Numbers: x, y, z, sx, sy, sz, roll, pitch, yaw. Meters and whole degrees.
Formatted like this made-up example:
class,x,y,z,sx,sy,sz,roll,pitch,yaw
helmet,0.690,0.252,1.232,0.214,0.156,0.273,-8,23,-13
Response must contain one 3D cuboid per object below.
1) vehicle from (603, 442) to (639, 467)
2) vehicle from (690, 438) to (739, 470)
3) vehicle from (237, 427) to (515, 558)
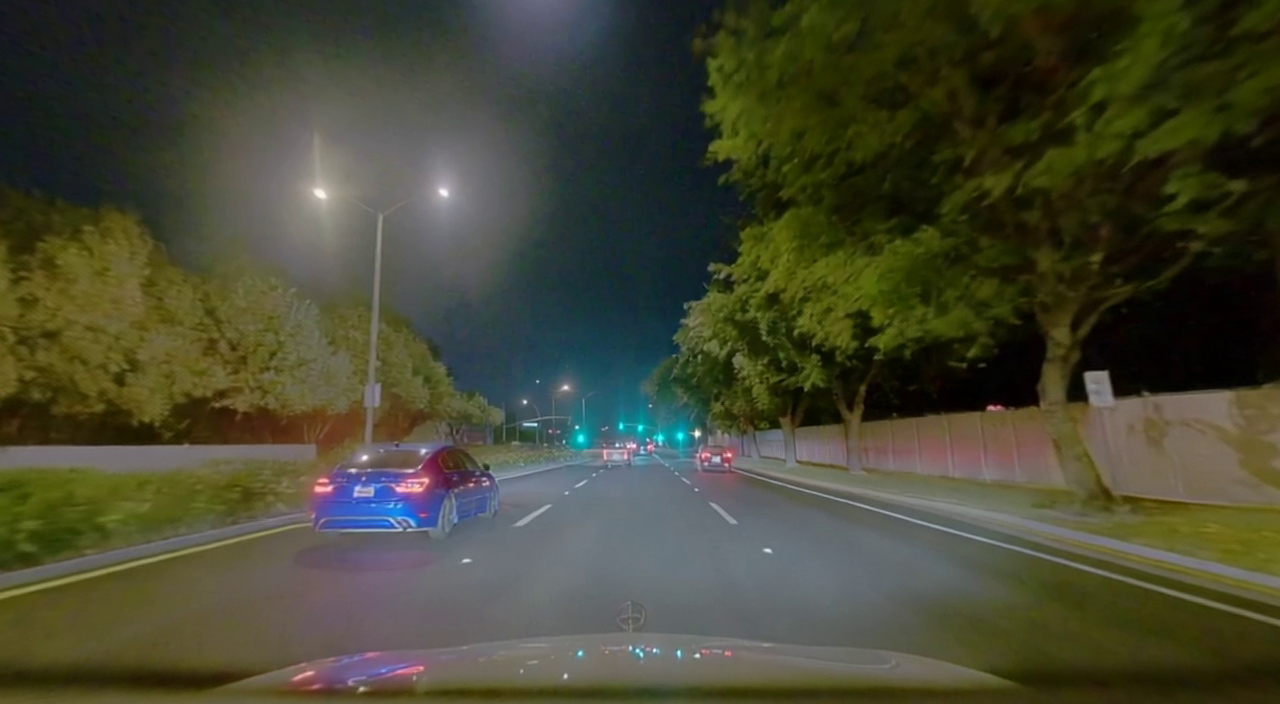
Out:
class,x,y,z,sx,sy,sz,roll,pitch,yaw
vehicle,-1.135,6.497,40.125,1.940,1.473,4.133,-1,-8,3
vehicle,4.089,5.690,35.342,2.182,1.688,4.187,0,-8,-1
vehicle,-3.569,2.007,9.863,2.091,1.503,4.989,0,-8,1
